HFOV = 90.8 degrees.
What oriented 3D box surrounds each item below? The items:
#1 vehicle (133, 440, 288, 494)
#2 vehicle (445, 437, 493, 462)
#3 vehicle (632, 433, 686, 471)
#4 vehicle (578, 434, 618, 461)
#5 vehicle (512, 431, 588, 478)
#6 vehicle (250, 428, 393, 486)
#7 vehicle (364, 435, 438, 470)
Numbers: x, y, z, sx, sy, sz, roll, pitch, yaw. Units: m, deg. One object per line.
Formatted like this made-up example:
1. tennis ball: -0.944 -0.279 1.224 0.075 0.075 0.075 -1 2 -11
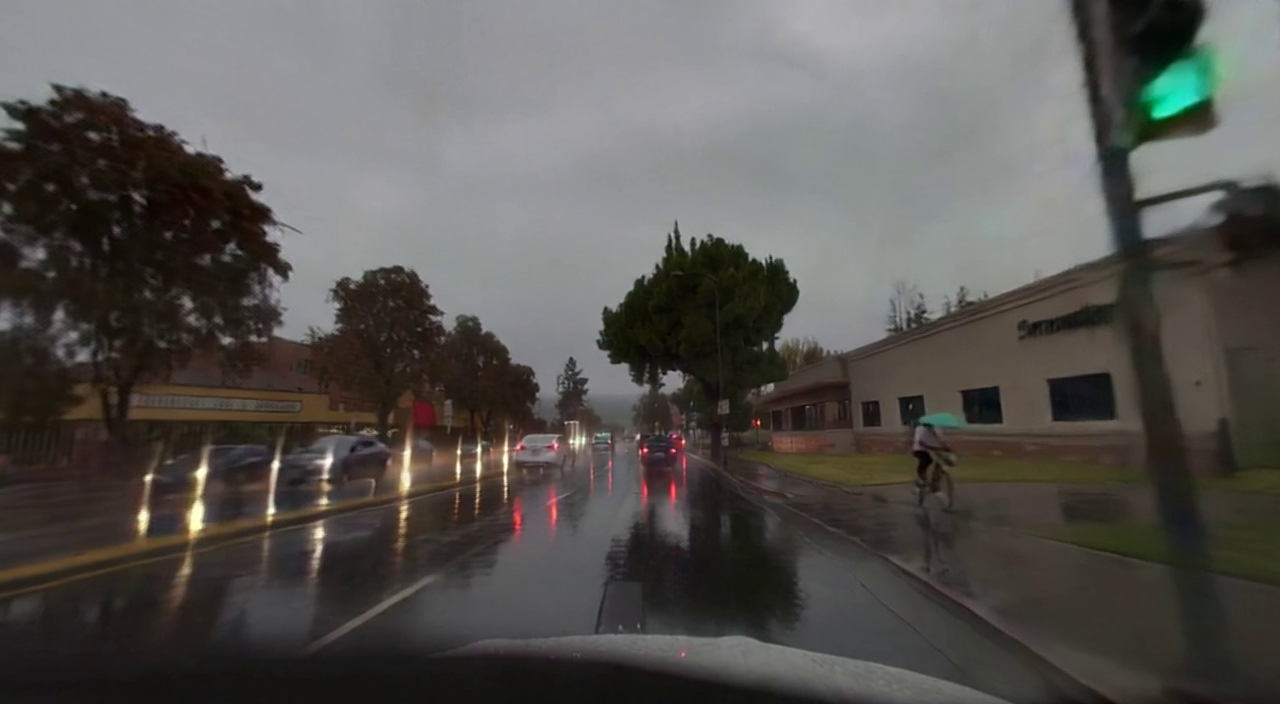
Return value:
1. vehicle: -13.876 3.701 20.791 1.864 1.560 4.317 -1 -8 4
2. vehicle: -11.955 6.829 44.420 1.936 1.656 4.284 -1 -8 3
3. vehicle: 0.723 4.196 26.639 2.085 1.475 3.976 0 -8 -1
4. vehicle: -2.464 5.685 37.757 1.887 1.517 4.254 -1 -8 3
5. vehicle: -3.067 3.595 22.286 1.921 1.477 4.083 -1 -8 2
6. vehicle: -10.362 3.461 21.075 2.175 1.684 4.475 -1 -8 4
7. vehicle: -13.208 5.581 35.267 2.050 1.786 4.633 -1 -8 4
